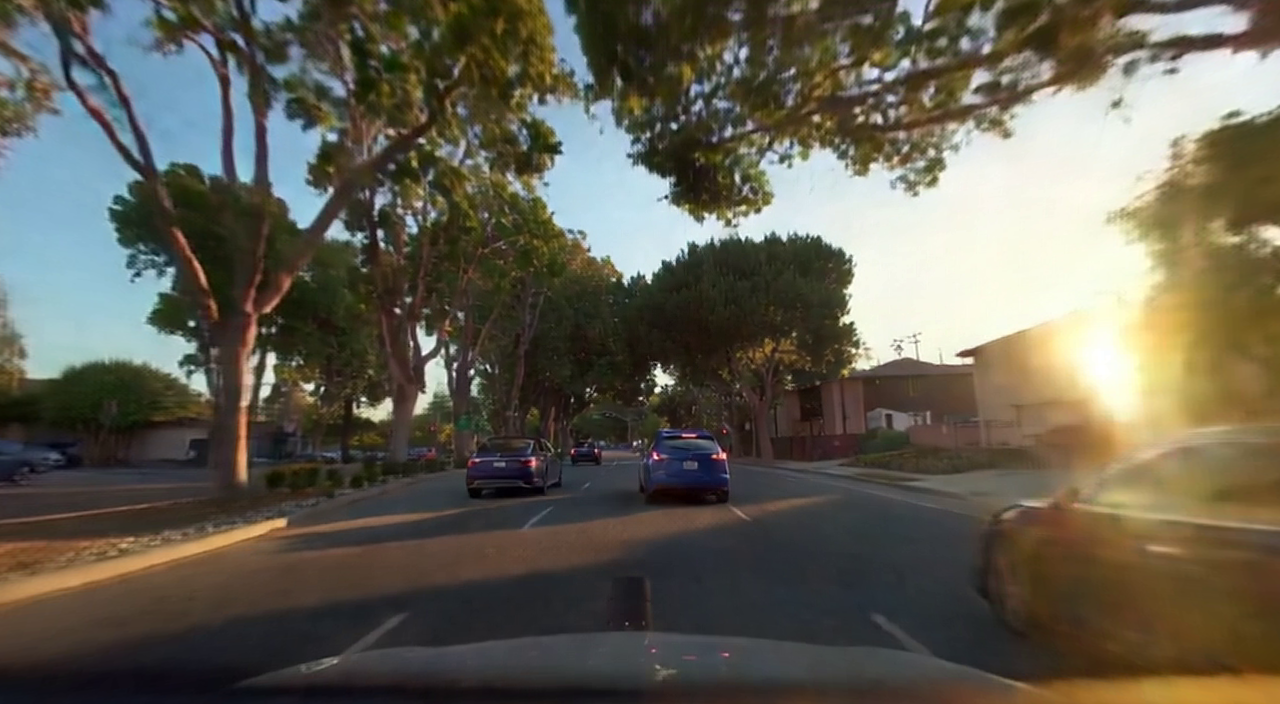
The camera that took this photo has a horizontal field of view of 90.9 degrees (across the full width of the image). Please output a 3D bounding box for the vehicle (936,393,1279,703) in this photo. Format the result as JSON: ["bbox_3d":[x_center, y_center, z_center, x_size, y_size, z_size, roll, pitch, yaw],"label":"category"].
[{"bbox_3d":[3.576,0.998,3.080,2.017,1.491,4.611,0,-8,0],"label":"vehicle"}]

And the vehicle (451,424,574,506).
[{"bbox_3d":[-2.900,2.696,15.512,2.043,1.687,4.676,0,-8,0],"label":"vehicle"}]

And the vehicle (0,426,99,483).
[{"bbox_3d":[-40.220,6.530,40.158,7.956,3.489,2.844,3,-9,-22],"label":"vehicle"}]

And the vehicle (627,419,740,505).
[{"bbox_3d":[0.858,2.598,15.247,2.280,1.747,4.361,0,-8,-2],"label":"vehicle"}]

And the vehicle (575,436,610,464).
[{"bbox_3d":[-3.136,6.643,42.787,2.014,1.755,4.360,0,-8,0],"label":"vehicle"}]
